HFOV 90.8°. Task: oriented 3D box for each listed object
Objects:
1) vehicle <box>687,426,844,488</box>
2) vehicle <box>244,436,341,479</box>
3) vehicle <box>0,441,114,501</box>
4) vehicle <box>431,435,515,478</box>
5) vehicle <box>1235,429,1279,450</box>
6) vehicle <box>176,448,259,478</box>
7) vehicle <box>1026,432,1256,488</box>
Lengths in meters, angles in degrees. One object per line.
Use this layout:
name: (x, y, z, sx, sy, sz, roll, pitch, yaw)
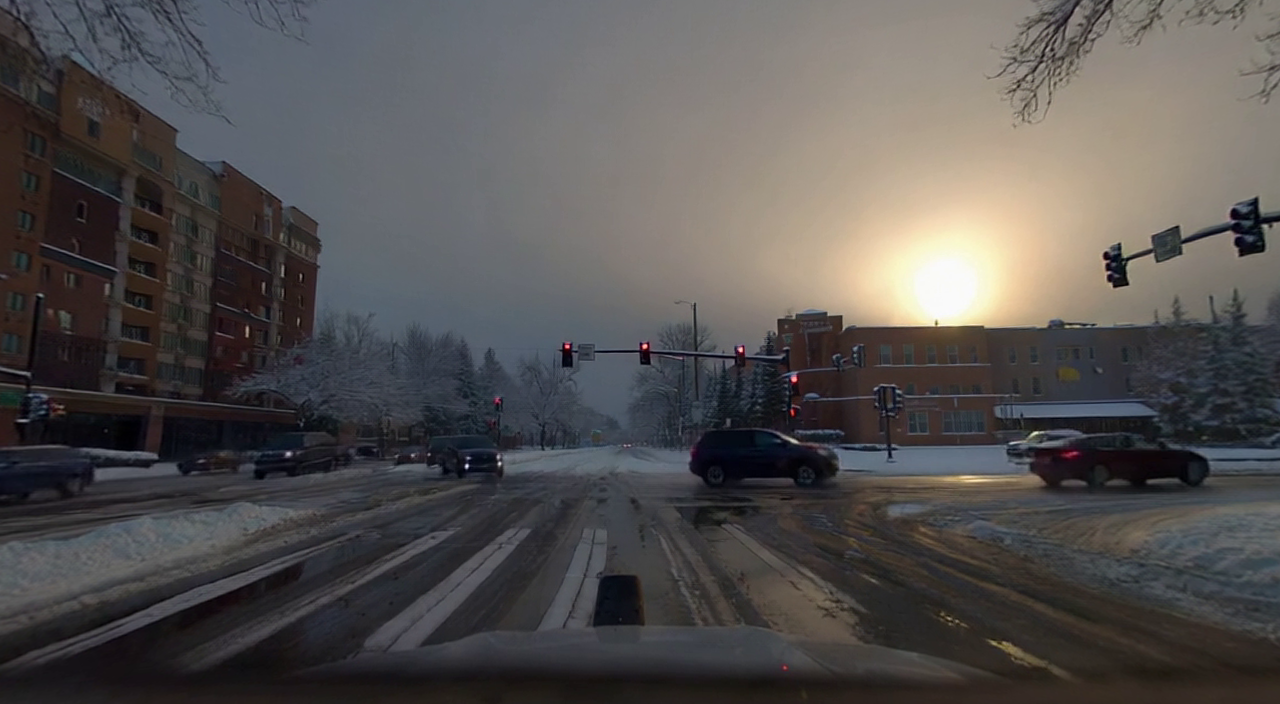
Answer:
vehicle: (4.182, 3.489, 21.233, 4.767, 1.877, 2.017, -4, -10, 26)
vehicle: (-16.382, 4.971, 30.106, 1.977, 1.878, 4.575, 0, -9, 0)
vehicle: (-19.612, 3.709, 19.999, 2.088, 1.743, 4.417, 0, -9, -1)
vehicle: (-7.278, 4.457, 27.277, 1.982, 1.678, 4.180, 6, -11, -37)
vehicle: (45.689, 6.277, 45.252, 1.786, 1.412, 4.330, 0, -9, 0)
vehicle: (-26.923, 7.032, 40.467, 2.007, 1.783, 4.694, 0, -9, 0)
vehicle: (13.832, 3.009, 17.735, 4.532, 1.467, 2.135, -1, -9, 4)
